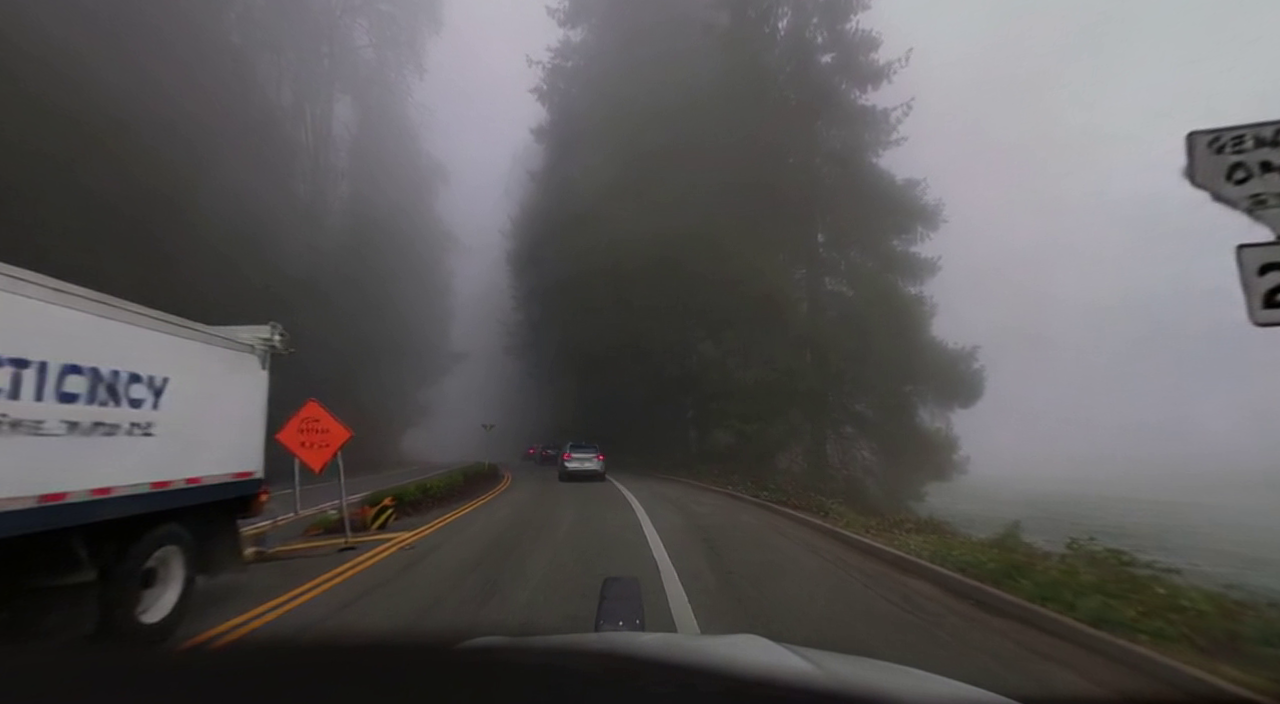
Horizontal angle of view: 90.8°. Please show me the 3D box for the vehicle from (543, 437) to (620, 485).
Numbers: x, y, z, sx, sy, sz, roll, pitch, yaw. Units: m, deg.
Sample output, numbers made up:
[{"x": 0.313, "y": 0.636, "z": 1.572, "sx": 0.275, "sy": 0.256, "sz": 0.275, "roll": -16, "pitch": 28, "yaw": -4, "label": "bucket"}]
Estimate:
[{"x": -2.143, "y": 3.726, "z": 21.963, "sx": 2.186, "sy": 1.463, "sz": 4.356, "roll": 2, "pitch": -8, "yaw": -11, "label": "vehicle"}]

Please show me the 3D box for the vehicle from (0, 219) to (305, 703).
[{"x": -3.599, "y": 0.456, "z": 1.590, "sx": 2.671, "sy": 2.053, "sz": 6.074, "roll": 1, "pitch": -8, "yaw": -6, "label": "vehicle"}]
